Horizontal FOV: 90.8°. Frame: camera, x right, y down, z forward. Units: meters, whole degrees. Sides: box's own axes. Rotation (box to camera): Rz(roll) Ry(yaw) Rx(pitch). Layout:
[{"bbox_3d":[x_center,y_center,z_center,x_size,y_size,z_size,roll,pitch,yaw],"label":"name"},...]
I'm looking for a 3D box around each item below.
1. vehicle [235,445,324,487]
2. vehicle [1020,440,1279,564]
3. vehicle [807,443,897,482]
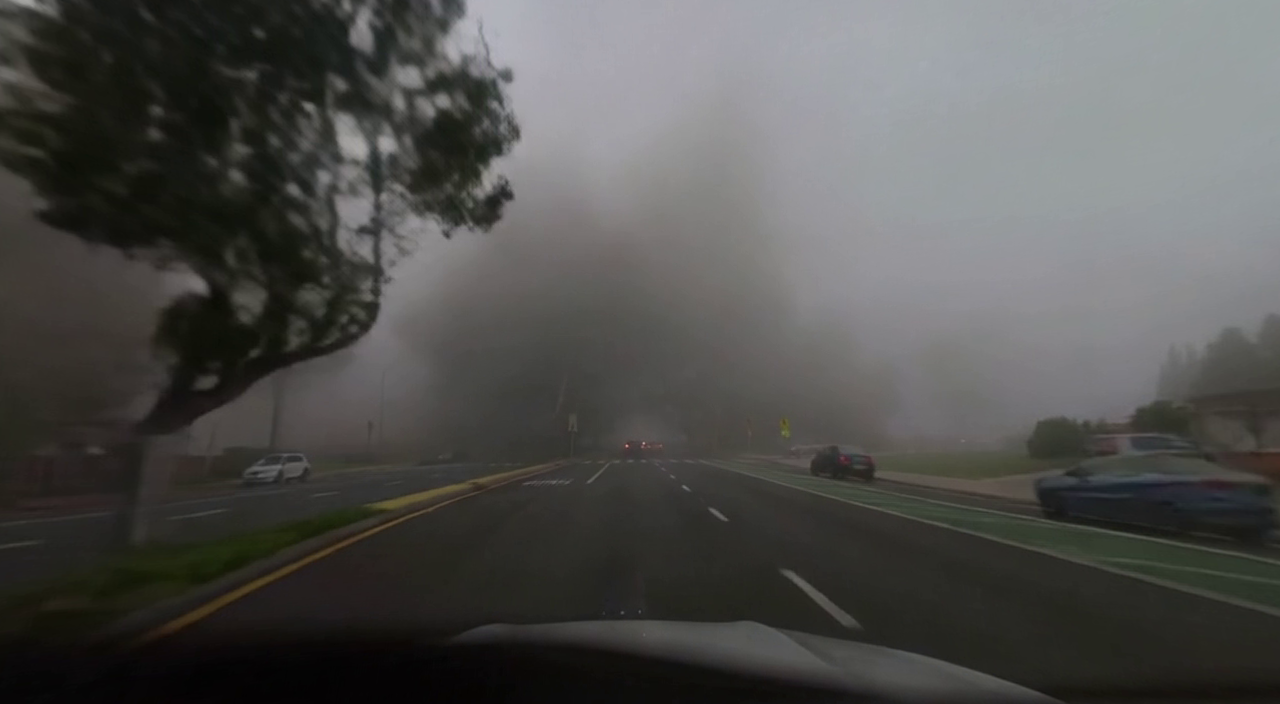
[{"bbox_3d":[-18.368,5.801,32.484,1.994,1.874,4.502,-3,-8,-1],"label":"vehicle"},{"bbox_3d":[8.649,2.148,10.008,1.976,1.462,5.430,0,-8,1],"label":"vehicle"},{"bbox_3d":[8.639,4.512,26.242,1.925,1.454,4.493,0,-8,-4],"label":"vehicle"}]
